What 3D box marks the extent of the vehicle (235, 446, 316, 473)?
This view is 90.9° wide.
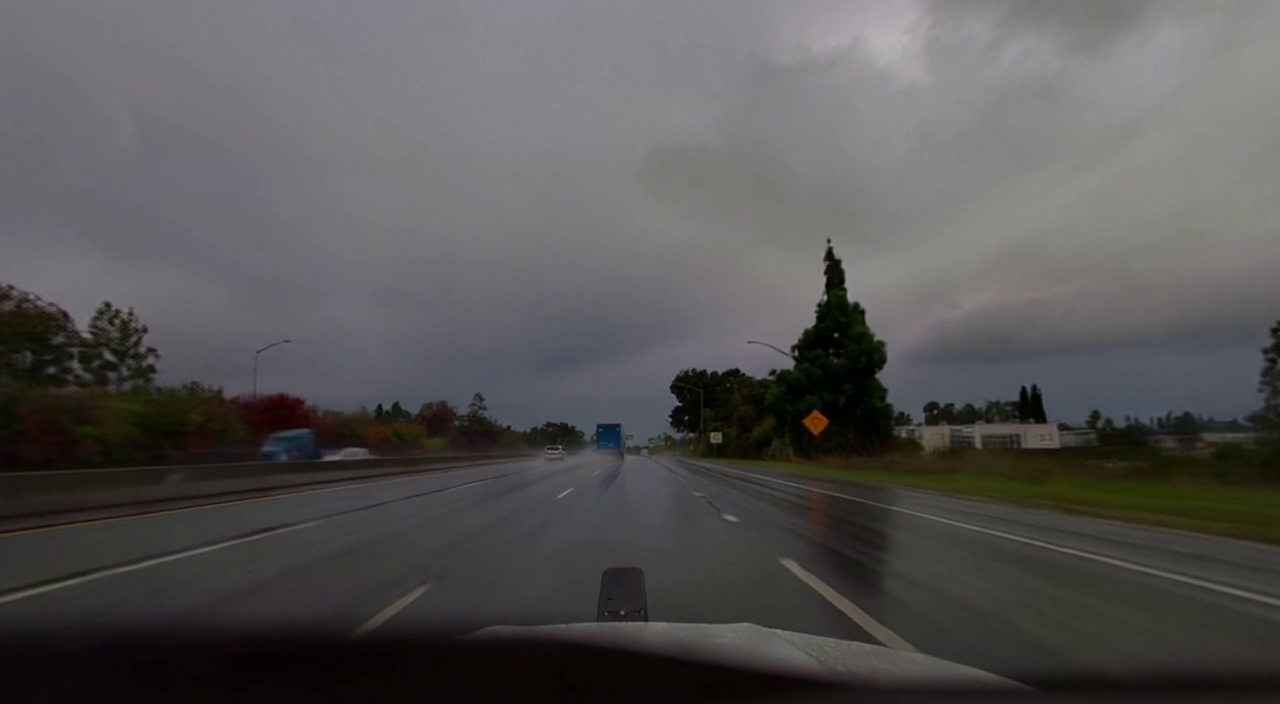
[{"bbox_3d":[-25.112,7.392,43.766,2.211,1.716,5.927,0,-8,-2],"label":"vehicle"}]

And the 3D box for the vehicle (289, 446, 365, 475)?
[{"bbox_3d":[-17.580,6.085,35.686,1.920,1.472,4.734,0,-8,0],"label":"vehicle"}]
